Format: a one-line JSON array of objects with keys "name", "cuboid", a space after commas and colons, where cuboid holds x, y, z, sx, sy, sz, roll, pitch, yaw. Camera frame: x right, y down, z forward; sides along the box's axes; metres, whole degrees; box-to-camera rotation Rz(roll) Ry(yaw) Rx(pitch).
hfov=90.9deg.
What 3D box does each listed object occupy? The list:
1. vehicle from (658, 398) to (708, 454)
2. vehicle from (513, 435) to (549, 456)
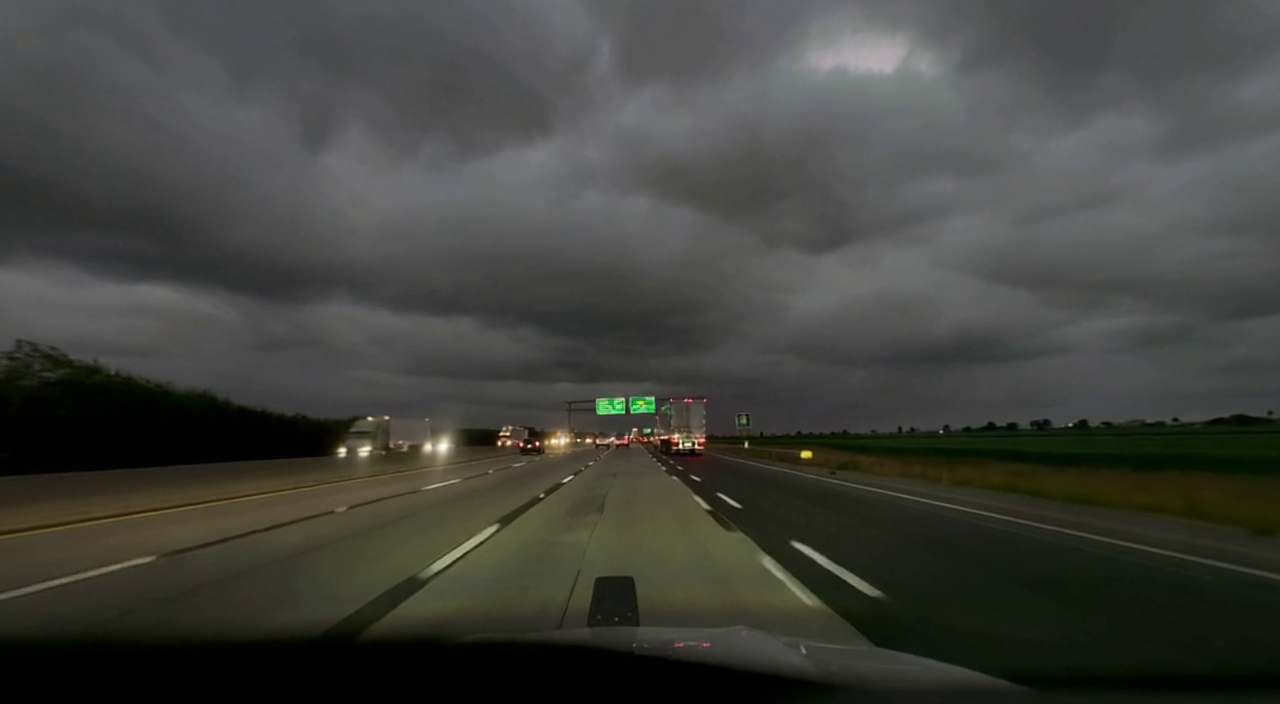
[{"name": "vehicle", "cuboid": [3.074, 5.745, 48.513, 2.760, 3.710, 12.230, 0, -7, -1]}, {"name": "vehicle", "cuboid": [-8.065, 6.952, 46.935, 2.018, 1.454, 4.290, 0, -8, -1]}]
